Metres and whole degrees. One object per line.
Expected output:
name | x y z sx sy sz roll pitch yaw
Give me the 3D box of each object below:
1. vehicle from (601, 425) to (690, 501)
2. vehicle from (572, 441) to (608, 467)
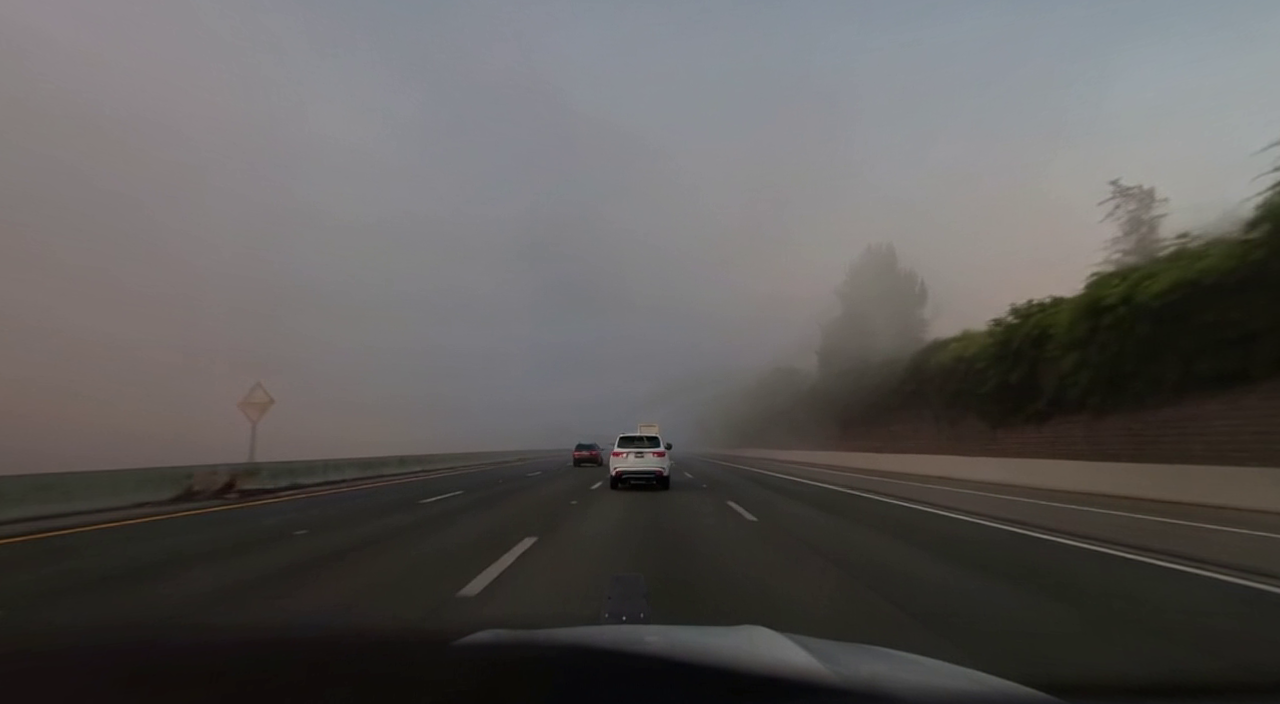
vehicle | 0.118 2.974 17.324 2.114 1.787 4.365 0 -8 0
vehicle | -3.199 6.585 40.987 1.927 1.555 3.959 0 -8 1
